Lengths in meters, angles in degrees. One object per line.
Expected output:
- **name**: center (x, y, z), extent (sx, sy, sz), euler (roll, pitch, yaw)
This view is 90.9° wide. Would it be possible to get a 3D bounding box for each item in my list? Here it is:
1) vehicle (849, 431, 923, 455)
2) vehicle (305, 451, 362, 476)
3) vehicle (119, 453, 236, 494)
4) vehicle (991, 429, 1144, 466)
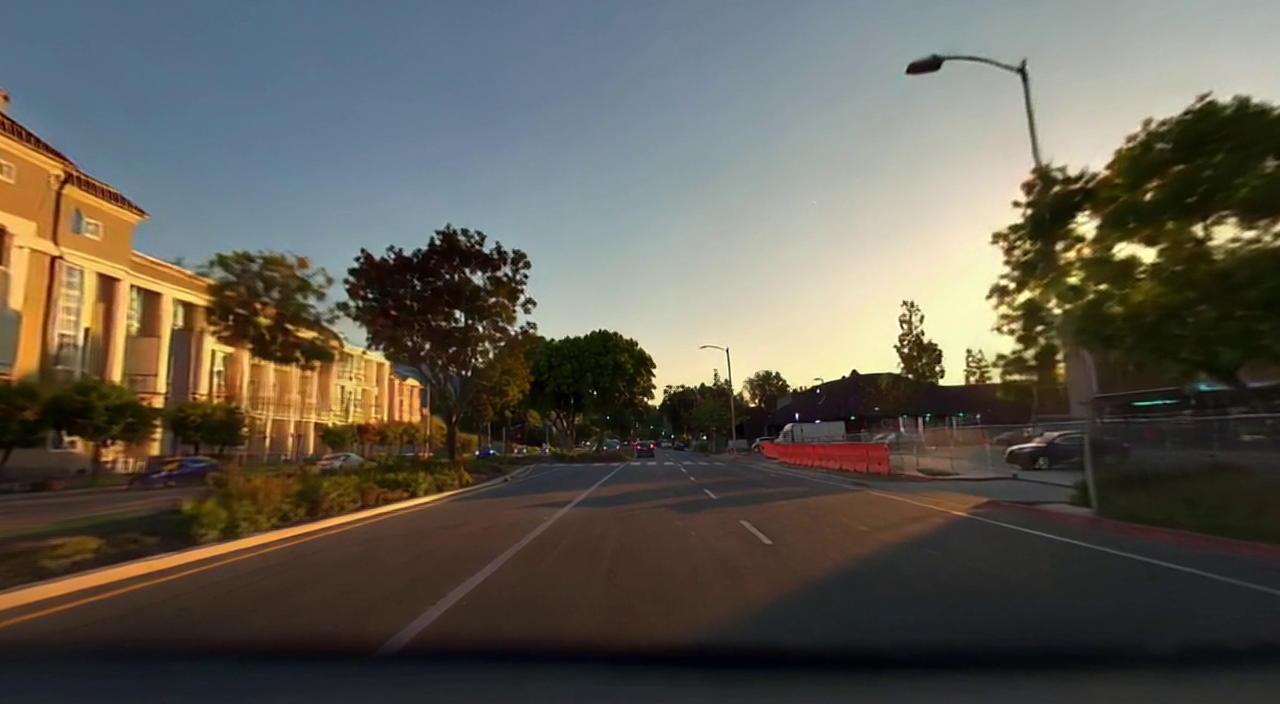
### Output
- **vehicle**: center (17.589, 6.533, 45.191), extent (4.450, 1.643, 1.996), euler (0, -8, 0)
- **vehicle**: center (-22.888, 8.309, 47.277), extent (1.957, 1.672, 4.743), euler (0, -8, 0)
- **vehicle**: center (-22.764, 5.963, 31.341), extent (2.067, 1.743, 5.056), euler (0, -8, -1)
- **vehicle**: center (17.691, 3.966, 26.265), extent (4.813, 1.464, 2.073), euler (0, -8, 0)
